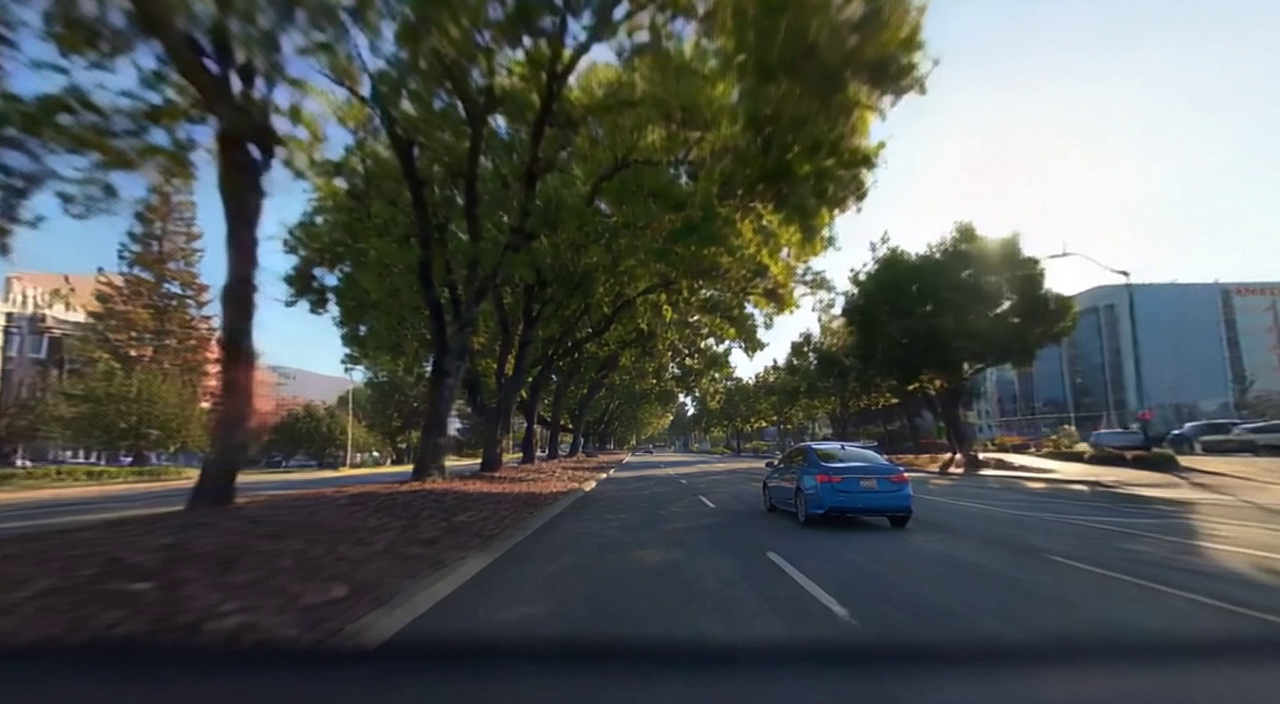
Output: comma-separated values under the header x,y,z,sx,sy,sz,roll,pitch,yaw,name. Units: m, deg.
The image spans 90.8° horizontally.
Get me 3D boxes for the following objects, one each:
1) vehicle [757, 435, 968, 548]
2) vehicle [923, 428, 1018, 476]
x,y,z,sx,sy,sz,roll,pitch,yaw,name
3.366,2.176,10.594,1.950,1.473,4.259,0,-8,0,vehicle
17.097,5.214,33.146,2.868,2.233,6.035,-2,-9,13,vehicle
